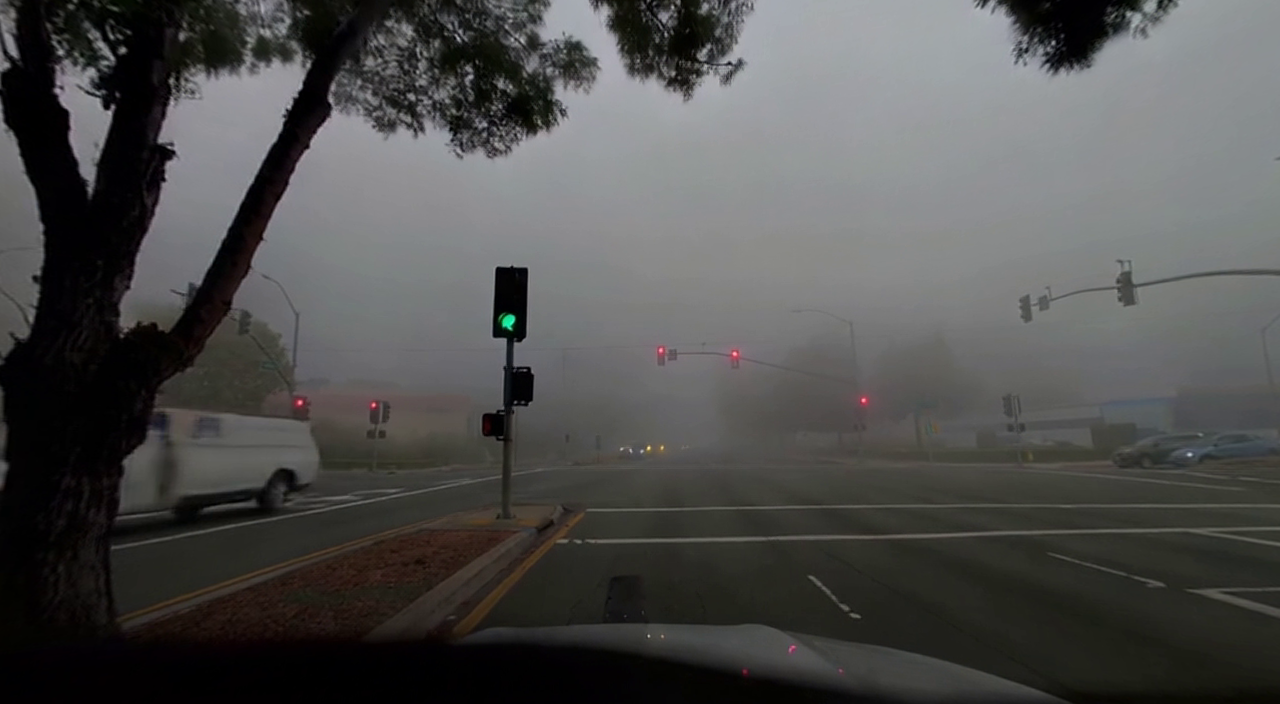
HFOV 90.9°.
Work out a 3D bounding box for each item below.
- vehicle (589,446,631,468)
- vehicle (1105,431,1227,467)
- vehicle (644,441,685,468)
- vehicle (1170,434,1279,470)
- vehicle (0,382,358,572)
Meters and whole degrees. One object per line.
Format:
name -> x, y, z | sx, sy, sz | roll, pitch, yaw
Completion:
vehicle -> -2.070, 7.481, 45.263 | 2.076, 1.476, 3.873 | -2, -8, 12
vehicle -> 25.909, 4.771, 31.135 | 4.441, 1.674, 2.035 | 1, -8, -8
vehicle -> 1.711, 6.964, 42.993 | 2.197, 1.739, 4.177 | -2, -8, 10
vehicle -> 26.267, 4.353, 27.683 | 4.644, 1.470, 1.922 | 1, -8, -10
vehicle -> -8.895, 2.138, 11.920 | 2.775, 2.246, 9.043 | 0, -8, 2
